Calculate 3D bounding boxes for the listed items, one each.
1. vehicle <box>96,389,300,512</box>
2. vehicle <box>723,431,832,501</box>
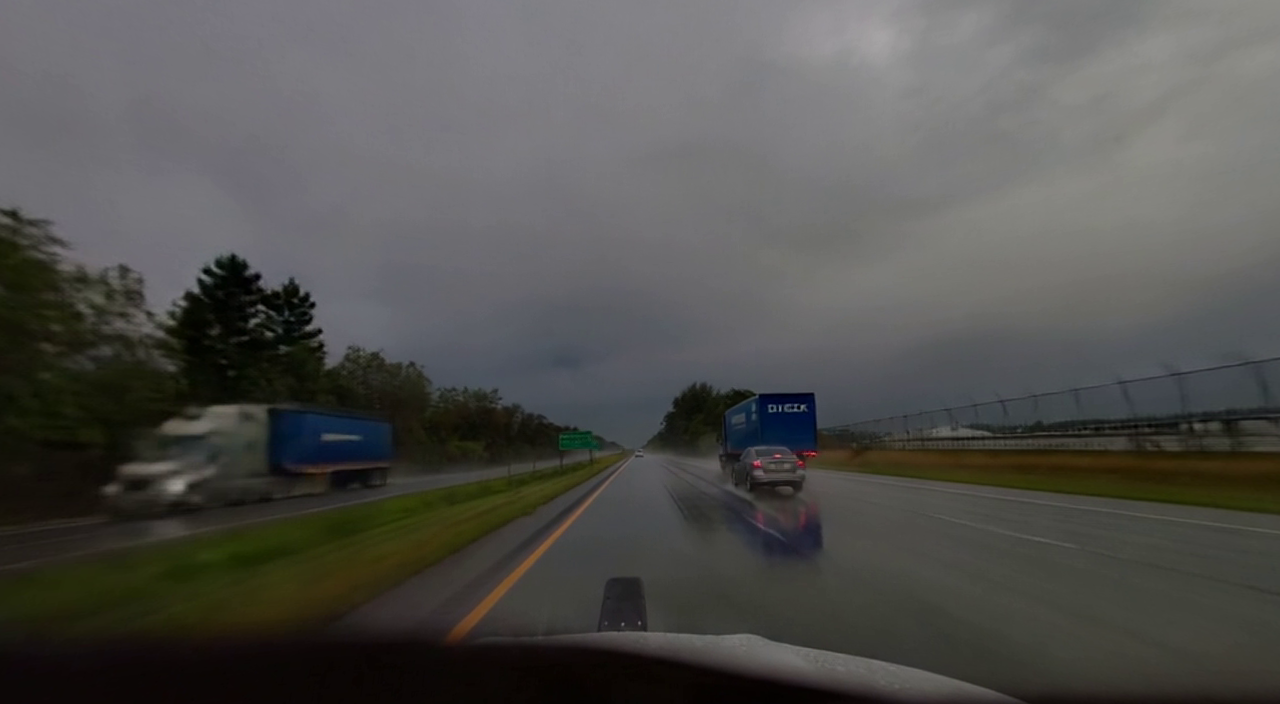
[{"bbox_3d":[-15.362,3.508,22.613,2.895,3.760,5.847,0,-9,0],"label":"vehicle"},{"bbox_3d":[3.805,3.249,18.283,2.093,1.742,4.167,0,-9,-1],"label":"vehicle"}]
